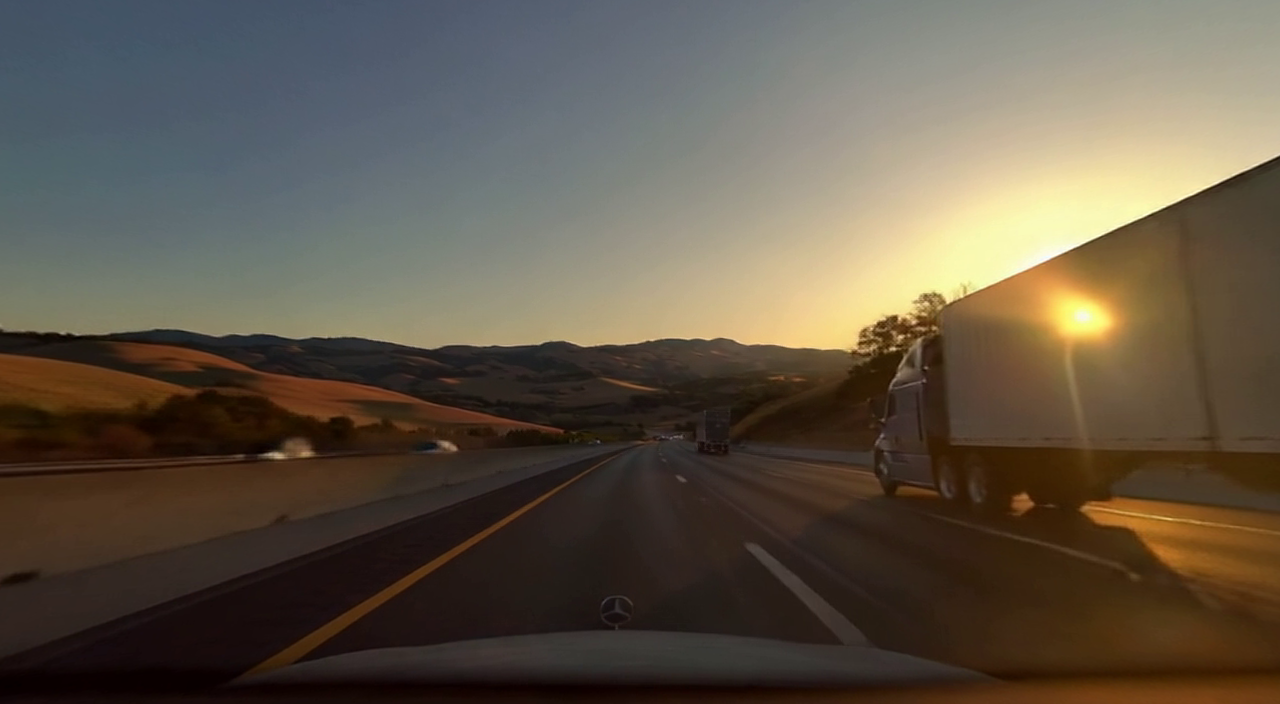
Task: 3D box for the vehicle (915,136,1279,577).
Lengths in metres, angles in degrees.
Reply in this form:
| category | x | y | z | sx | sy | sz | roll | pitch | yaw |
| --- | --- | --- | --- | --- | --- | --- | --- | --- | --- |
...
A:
| category | x | y | z | sx | sy | sz | roll | pitch | yaw |
| --- | --- | --- | --- | --- | --- | --- | --- | --- | --- |
| vehicle | 7.414 | 0.099 | 6.299 | 2.885 | 4.075 | 13.981 | 0 | -8 | 0 |

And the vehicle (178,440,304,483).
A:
| category | x | y | z | sx | sy | sz | roll | pitch | yaw |
| --- | --- | --- | --- | --- | --- | --- | --- | --- | --- |
| vehicle | -15.793 | 4.333 | 25.287 | 2.008 | 1.527 | 4.664 | 0 | -8 | 0 |

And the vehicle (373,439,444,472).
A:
| category | x | y | z | sx | sy | sz | roll | pitch | yaw |
| --- | --- | --- | --- | --- | --- | --- | --- | --- | --- |
| vehicle | -11.899 | 5.324 | 32.669 | 1.934 | 1.528 | 4.329 | -1 | -8 | 1 |
